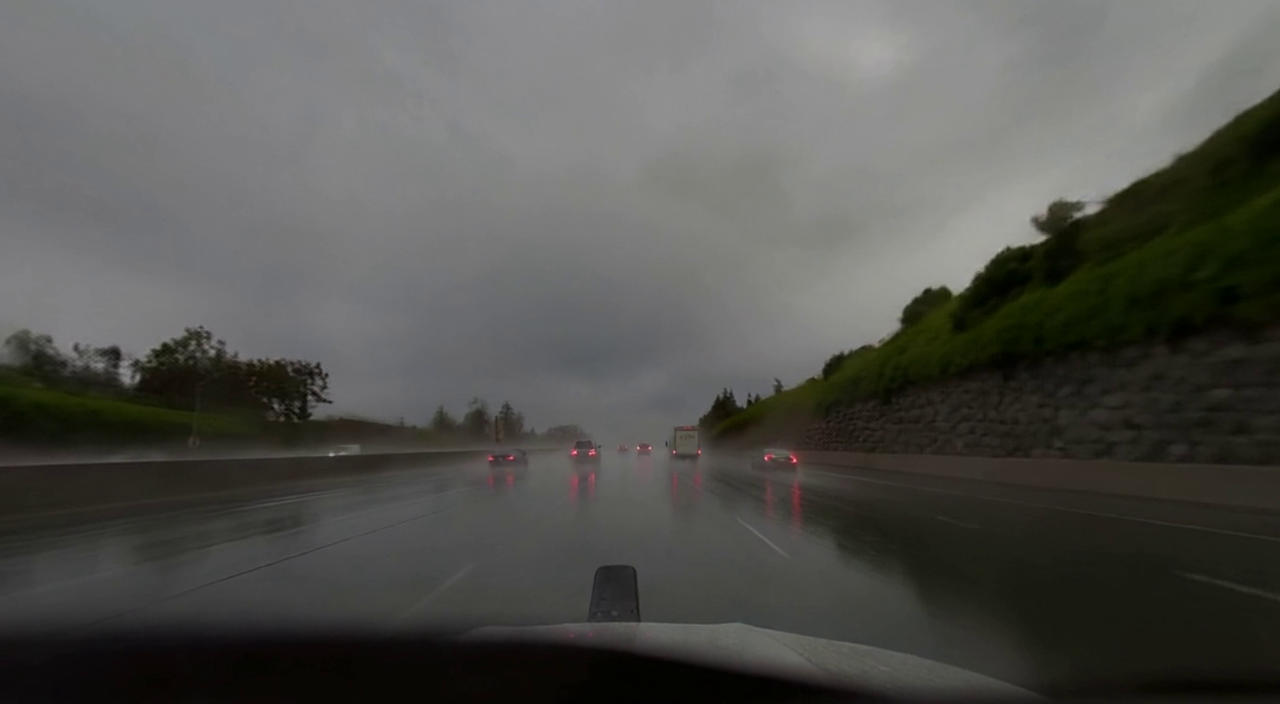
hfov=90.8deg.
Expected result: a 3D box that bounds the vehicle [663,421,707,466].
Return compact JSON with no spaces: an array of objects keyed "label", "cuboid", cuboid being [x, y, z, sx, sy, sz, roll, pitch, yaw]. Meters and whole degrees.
[{"label":"vehicle","cuboid":[3.305,7.027,48.381,2.795,3.187,7.205,0,-8,0]}]

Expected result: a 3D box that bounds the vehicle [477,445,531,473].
[{"label":"vehicle","cuboid":[-7.821,6.158,36.735,2.102,1.522,4.394,0,-8,0]}]

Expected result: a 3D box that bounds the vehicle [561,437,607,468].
[{"label":"vehicle","cuboid":[-3.904,7.155,45.061,2.720,2.041,5.432,0,-8,1]}]
